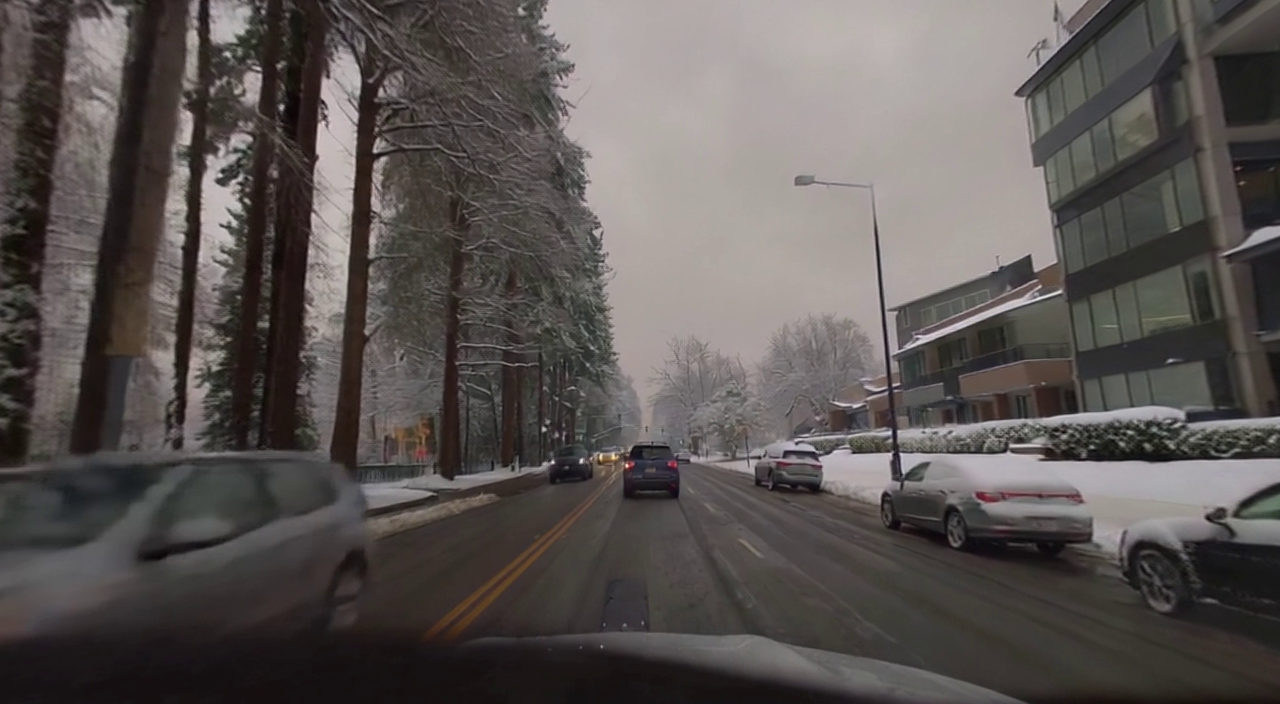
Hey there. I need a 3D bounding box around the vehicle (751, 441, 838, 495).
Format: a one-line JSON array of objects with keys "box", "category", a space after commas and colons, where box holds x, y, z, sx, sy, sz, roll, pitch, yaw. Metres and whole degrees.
[{"box": [5.674, 4.313, 23.850, 2.059, 1.813, 4.637, 0, -9, -1], "category": "vehicle"}]

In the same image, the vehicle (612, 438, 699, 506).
[{"box": [0.407, 3.242, 17.419, 2.105, 1.653, 3.887, 0, -9, 1], "category": "vehicle"}]

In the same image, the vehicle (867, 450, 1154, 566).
[{"box": [5.687, 2.396, 10.634, 1.852, 1.452, 4.852, 0, -9, -1], "category": "vehicle"}]

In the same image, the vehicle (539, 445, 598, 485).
[{"box": [-3.296, 5.290, 29.926, 2.167, 1.717, 4.448, 0, -9, 1], "category": "vehicle"}]

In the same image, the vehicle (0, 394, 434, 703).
[{"box": [-2.820, 1.139, 3.406, 1.979, 1.534, 4.076, 0, -9, 1], "category": "vehicle"}]

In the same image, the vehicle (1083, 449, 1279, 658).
[{"box": [5.508, 1.395, 4.151, 1.809, 1.478, 4.623, 0, -9, 0], "category": "vehicle"}]

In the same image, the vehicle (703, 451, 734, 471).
[{"box": [6.145, 8.595, 49.853, 1.885, 1.467, 4.546, 0, -9, 0], "category": "vehicle"}]
